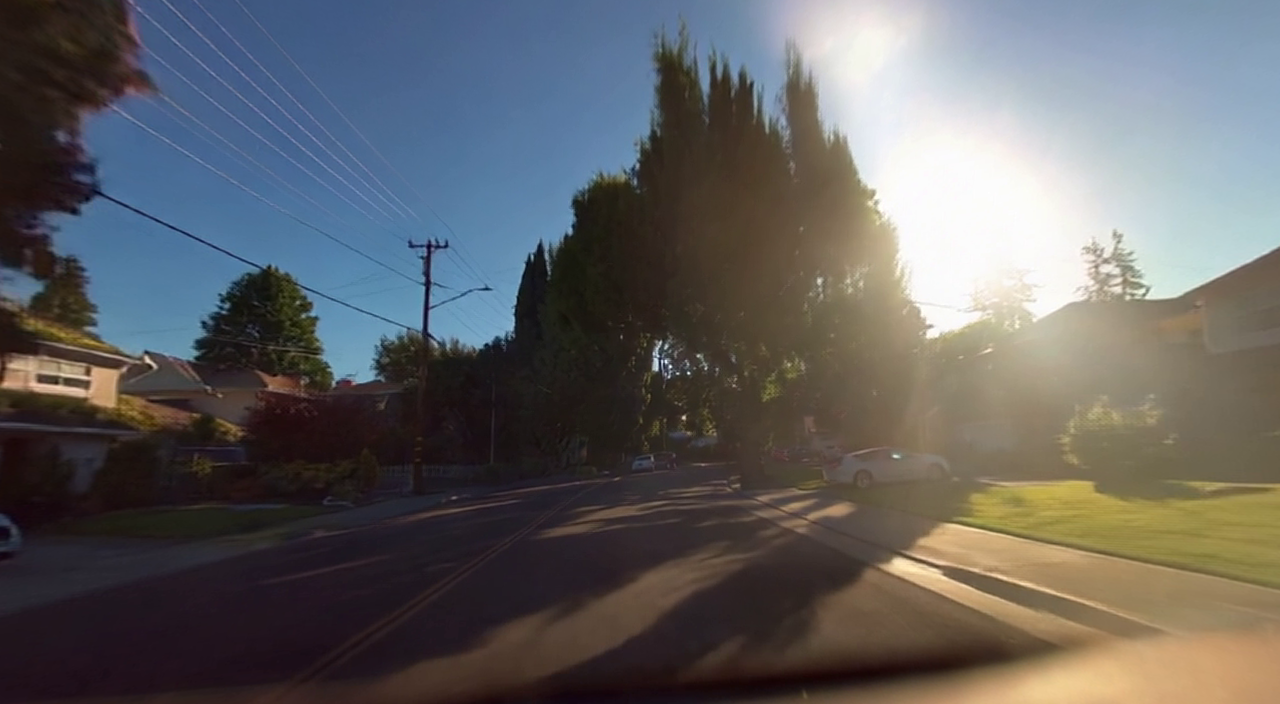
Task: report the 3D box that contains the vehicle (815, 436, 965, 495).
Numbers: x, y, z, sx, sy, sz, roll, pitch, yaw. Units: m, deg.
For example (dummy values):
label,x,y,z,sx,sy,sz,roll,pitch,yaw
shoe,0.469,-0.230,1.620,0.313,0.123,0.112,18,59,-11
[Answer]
label,x,y,z,sx,sy,sz,roll,pitch,yaw
vehicle,7.729,3.531,19.843,3.846,1.725,1.920,0,-8,-3
